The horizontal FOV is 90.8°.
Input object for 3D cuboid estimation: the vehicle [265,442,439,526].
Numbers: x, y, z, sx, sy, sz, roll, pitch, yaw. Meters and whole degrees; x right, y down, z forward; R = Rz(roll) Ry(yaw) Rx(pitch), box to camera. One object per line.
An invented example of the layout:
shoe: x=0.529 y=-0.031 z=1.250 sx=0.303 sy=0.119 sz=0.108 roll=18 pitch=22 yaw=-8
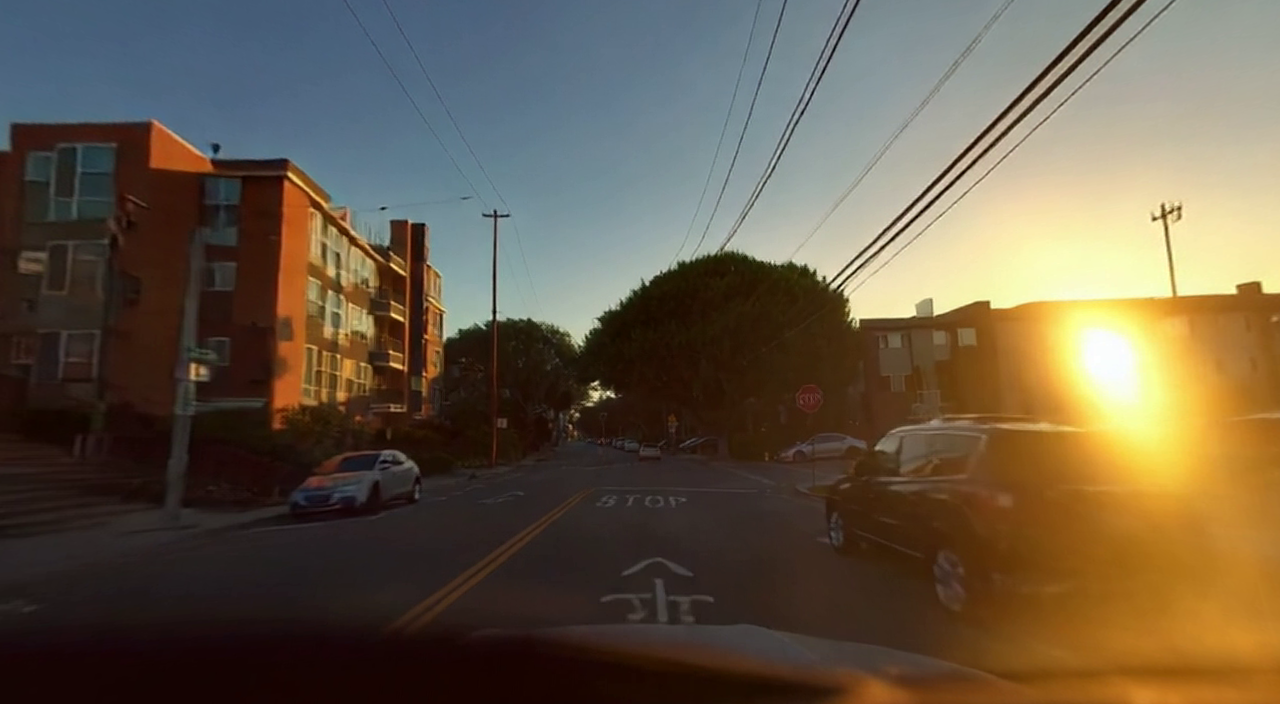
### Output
vehicle: x=-6.411 y=2.934 z=14.741 sx=1.922 sy=1.505 sz=4.502 roll=-4 pitch=-8 yaw=1

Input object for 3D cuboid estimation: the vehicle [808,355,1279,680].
vehicle: x=3.582 y=1.425 z=6.518 sx=2.300 sy=1.913 sz=4.896 roll=5 pitch=-8 yaw=0
